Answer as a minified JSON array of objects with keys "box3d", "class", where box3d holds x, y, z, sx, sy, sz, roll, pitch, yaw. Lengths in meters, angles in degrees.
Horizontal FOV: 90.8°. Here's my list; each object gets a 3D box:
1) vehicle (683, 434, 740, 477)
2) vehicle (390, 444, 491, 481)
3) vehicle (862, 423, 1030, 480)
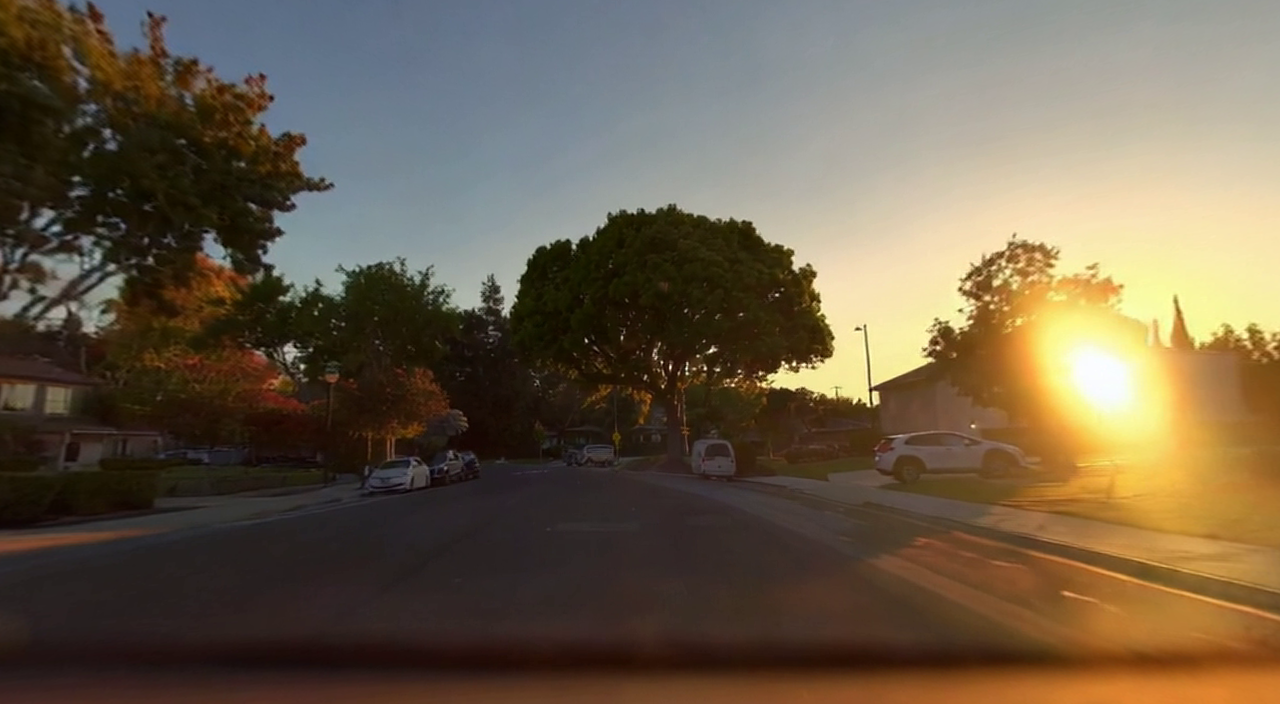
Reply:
[{"box3d":[3.380,5.006,30.773,2.051,1.925,4.625,0,-8,-3],"class":"vehicle"},{"box3d":[-10.347,5.733,33.005,4.620,1.695,2.004,5,-11,-40],"class":"vehicle"},{"box3d":[10.461,3.450,21.922,4.733,1.843,2.005,0,-8,1],"class":"vehicle"}]
